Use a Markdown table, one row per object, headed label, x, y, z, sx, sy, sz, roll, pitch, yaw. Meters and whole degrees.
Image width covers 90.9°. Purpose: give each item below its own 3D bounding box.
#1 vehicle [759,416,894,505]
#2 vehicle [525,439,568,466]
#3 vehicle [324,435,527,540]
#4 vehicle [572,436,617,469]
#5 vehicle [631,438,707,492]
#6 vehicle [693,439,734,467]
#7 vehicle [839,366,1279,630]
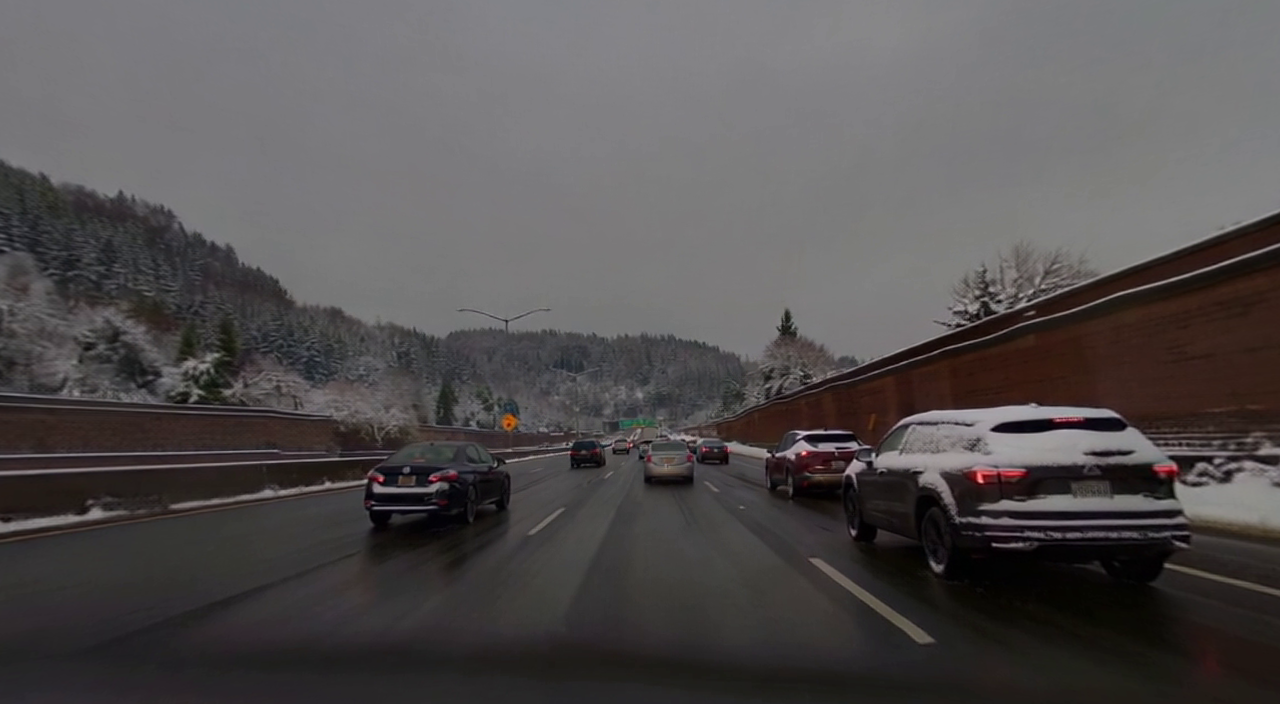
| label | x | y | z | sx | sy | sz | roll | pitch | yaw |
| --- | --- | --- | --- | --- | --- | --- | --- | --- | --- |
| vehicle | 4.372 | 2.623 | 15.665 | 1.970 | 1.872 | 4.575 | 0 | -8 | 0 |
| vehicle | -6.470 | 6.966 | 44.099 | 2.055 | 1.751 | 4.825 | 0 | -8 | 2 |
| vehicle | -3.432 | 2.227 | 11.133 | 1.961 | 1.456 | 4.362 | 0 | -8 | 1 |
| vehicle | -2.625 | 5.946 | 37.594 | 2.154 | 1.793 | 4.736 | 0 | -8 | 3 |
| vehicle | 0.782 | 3.418 | 19.454 | 2.105 | 1.471 | 3.978 | 0 | -8 | 0 |
| vehicle | 4.135 | 5.747 | 36.137 | 1.855 | 1.513 | 3.915 | 0 | -8 | -1 |
| vehicle | 3.761 | 1.320 | 6.628 | 1.930 | 1.831 | 4.344 | 0 | -8 | 1 |
